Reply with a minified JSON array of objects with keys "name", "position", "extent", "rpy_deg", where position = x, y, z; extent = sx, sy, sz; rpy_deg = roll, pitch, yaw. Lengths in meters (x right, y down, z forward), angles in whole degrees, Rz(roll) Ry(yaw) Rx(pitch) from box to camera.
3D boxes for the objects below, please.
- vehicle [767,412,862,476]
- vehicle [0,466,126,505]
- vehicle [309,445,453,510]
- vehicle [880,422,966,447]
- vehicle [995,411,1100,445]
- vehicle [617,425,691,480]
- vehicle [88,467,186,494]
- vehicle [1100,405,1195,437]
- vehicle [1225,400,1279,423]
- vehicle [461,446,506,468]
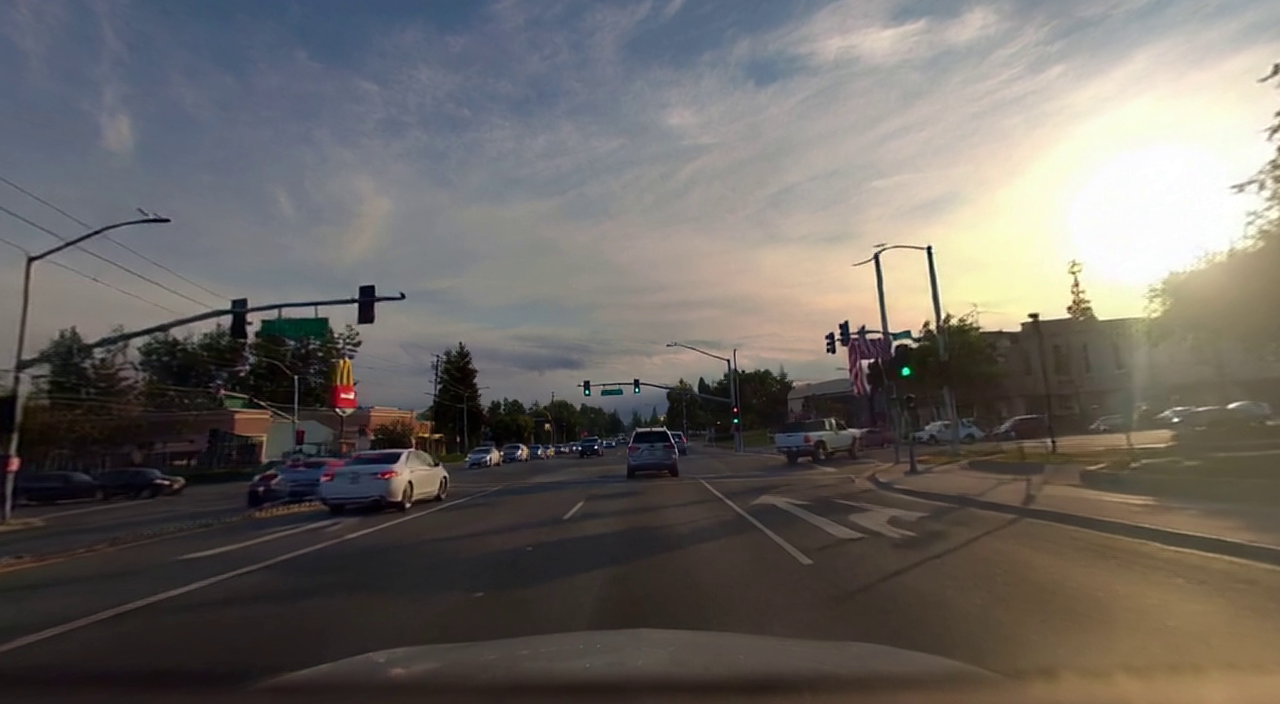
[{"name":"vehicle","position":[6.945,3.555,24.545],"extent":[2.452,2.148,5.877],"rpy_deg":[-4,-9,26]},{"name":"vehicle","position":[-29.802,6.815,32.374],"extent":[4.890,1.806,2.205],"rpy_deg":[0,-8,2]},{"name":"vehicle","position":[-6.634,3.221,16.797],"extent":[1.966,1.461,4.422],"rpy_deg":[0,-8,0]},{"name":"vehicle","position":[17.693,5.175,39.568],"extent":[4.430,1.480,1.923],"rpy_deg":[0,-8,-1]},{"name":"vehicle","position":[22.188,4.165,34.433],"extent":[4.386,1.760,2.228],"rpy_deg":[1,-8,-11]},{"name":"vehicle","position":[0.459,3.820,24.260],"extent":[2.513,1.854,5.235],"rpy_deg":[0,-8,0]},{"name":"vehicle","position":[-30.497,7.785,38.293],"extent":[4.269,1.436,1.976],"rpy_deg":[0,-8,2]},{"name":"vehicle","position":[34.455,4.701,42.883],"extent":[4.819,1.562,1.877],"rpy_deg":[-6,-8,-3]},{"name":"vehicle","position":[43.587,4.106,43.483],"extent":[4.379,1.492,1.995],"rpy_deg":[0,-8,0]},{"name":"vehicle","position":[-11.208,7.539,45.443],"extent":[2.016,1.468,4.612],"rpy_deg":[0,-8,0]}]
